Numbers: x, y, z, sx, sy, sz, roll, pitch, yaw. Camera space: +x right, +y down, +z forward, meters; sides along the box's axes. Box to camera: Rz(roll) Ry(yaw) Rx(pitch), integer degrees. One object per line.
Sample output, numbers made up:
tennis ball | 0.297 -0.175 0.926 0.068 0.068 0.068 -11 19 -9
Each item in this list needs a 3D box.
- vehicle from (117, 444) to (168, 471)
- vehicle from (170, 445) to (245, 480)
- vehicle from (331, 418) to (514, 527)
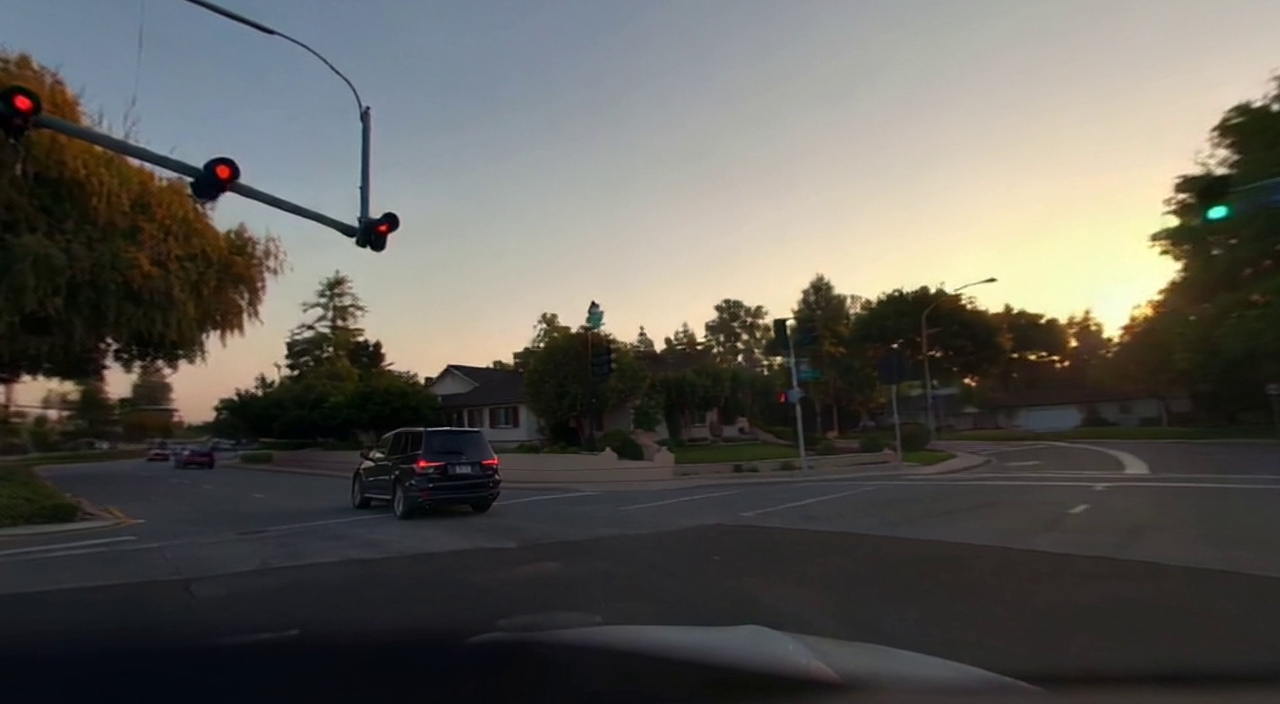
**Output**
vehicle | -30.810 6.495 38.952 3.759 1.520 1.854 -8 -12 43
vehicle | -19.714 4.963 28.650 1.983 1.433 4.558 8 -12 -43
vehicle | -4.720 2.415 13.237 2.141 1.833 4.704 6 -11 -38
